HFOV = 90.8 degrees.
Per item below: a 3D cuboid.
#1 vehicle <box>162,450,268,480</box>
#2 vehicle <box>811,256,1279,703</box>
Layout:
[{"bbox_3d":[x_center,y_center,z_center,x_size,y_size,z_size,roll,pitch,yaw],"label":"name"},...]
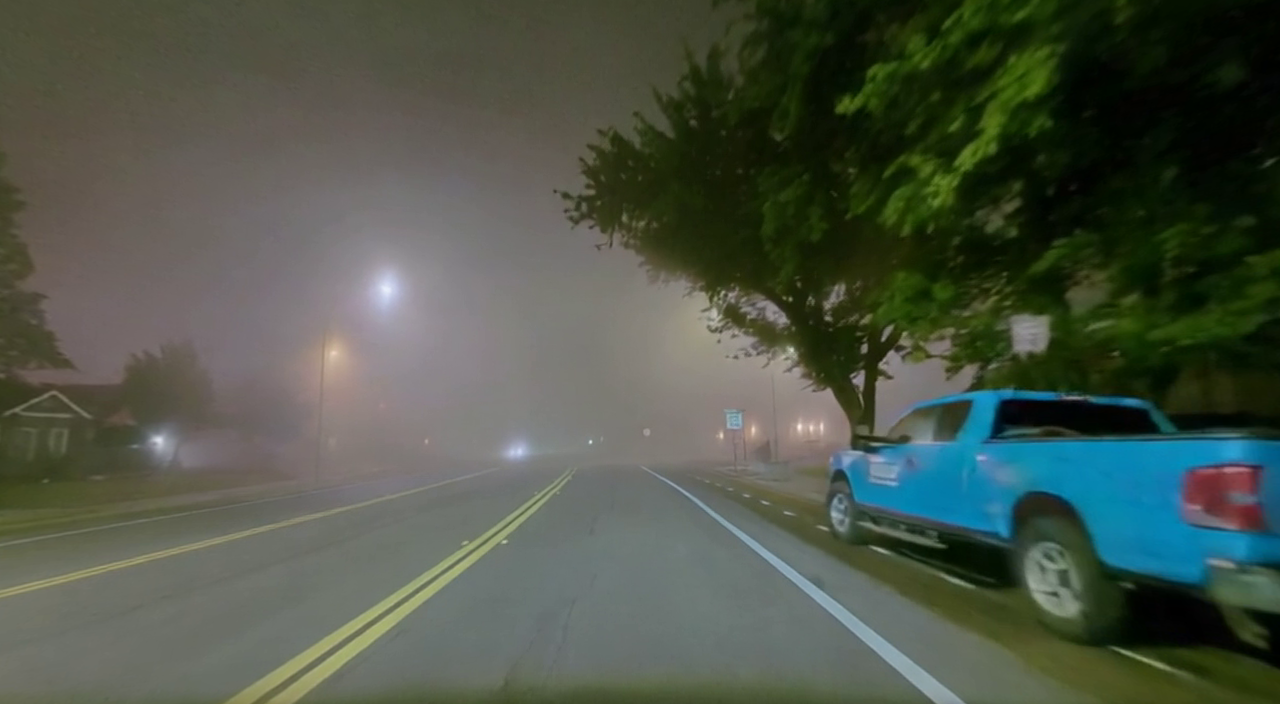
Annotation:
[{"bbox_3d":[-27.117,7.212,40.493,5.067,1.792,2.217,2,-8,-11],"label":"vehicle"},{"bbox_3d":[4.400,1.288,6.744,2.794,2.437,7.684,0,-8,-2],"label":"vehicle"}]
